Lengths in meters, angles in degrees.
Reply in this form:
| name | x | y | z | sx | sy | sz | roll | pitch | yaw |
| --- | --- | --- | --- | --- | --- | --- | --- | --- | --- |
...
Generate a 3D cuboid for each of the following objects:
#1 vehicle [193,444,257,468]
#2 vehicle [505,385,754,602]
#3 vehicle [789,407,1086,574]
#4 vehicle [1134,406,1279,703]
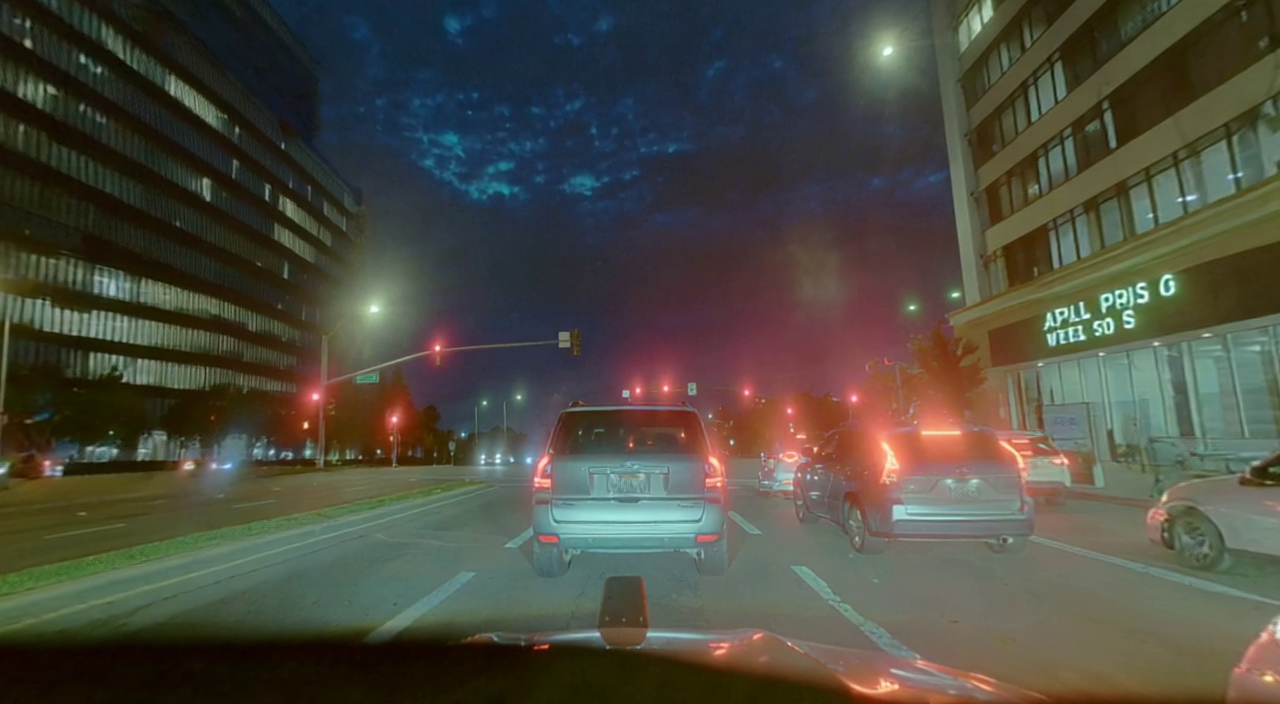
| name | x | y | z | sx | sy | sz | roll | pitch | yaw |
| --- | --- | --- | --- | --- | --- | --- | --- | --- | --- |
| vehicle | -27.439 | 6.872 | 41.862 | 1.693 | 1.563 | 3.716 | 0 | -8 | 0 |
| vehicle | -0.004 | 1.537 | 7.689 | 2.154 | 1.861 | 4.280 | 0 | -8 | 3 |
| vehicle | 3.617 | 1.762 | 8.796 | 2.036 | 1.719 | 4.318 | 0 | -8 | 0 |
| vehicle | 3.364 | 0.715 | 0.770 | 1.884 | 1.484 | 4.609 | 0 | -8 | 2 |
